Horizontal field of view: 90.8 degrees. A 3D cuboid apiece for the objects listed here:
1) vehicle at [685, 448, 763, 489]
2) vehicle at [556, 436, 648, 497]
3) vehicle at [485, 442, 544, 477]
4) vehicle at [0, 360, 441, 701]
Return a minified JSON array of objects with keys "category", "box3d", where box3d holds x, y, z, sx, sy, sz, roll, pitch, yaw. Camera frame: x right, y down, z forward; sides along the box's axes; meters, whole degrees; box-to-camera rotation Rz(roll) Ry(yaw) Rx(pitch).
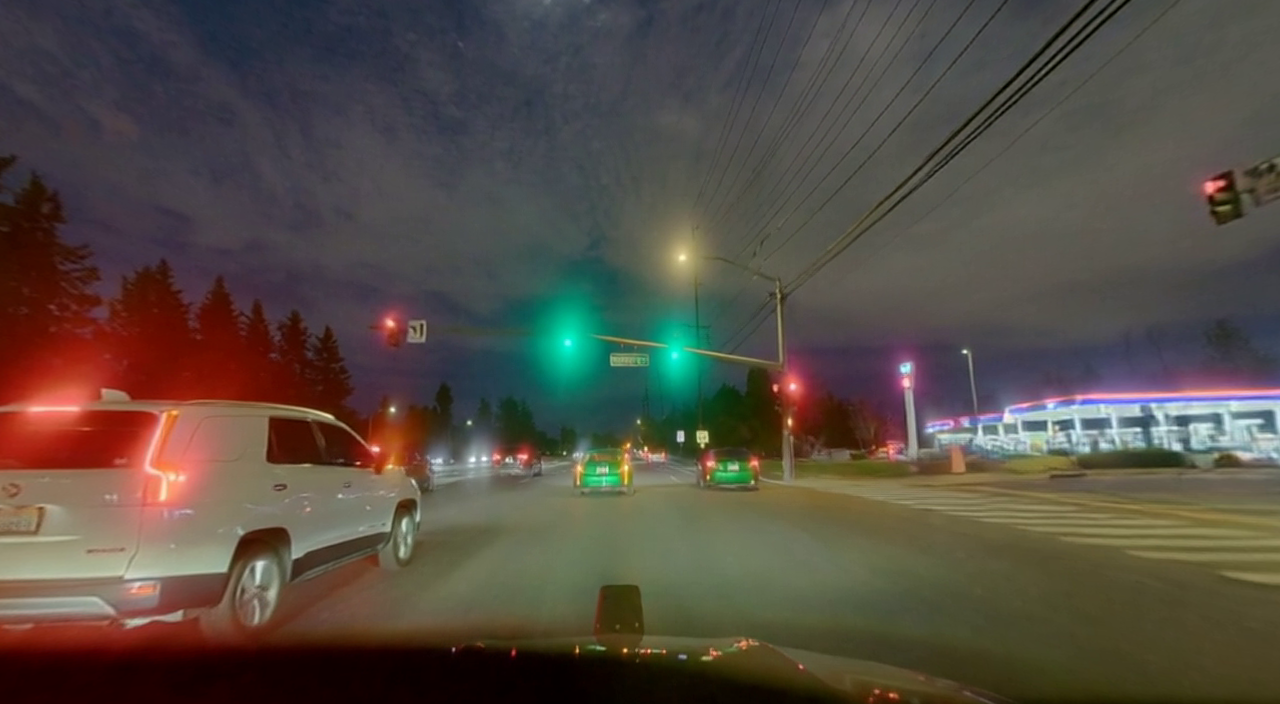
[{"category":"vehicle","box3d":[2.843,4.056,22.428,2.065,1.302,4.416,0,-9,-1]},{"category":"vehicle","box3d":[-0.949,3.067,17.291,2.189,1.437,4.135,0,-9,-1]},{"category":"vehicle","box3d":[-7.243,6.256,37.076,2.385,1.918,5.056,0,-9,0]},{"category":"vehicle","box3d":[-3.370,1.193,5.378,1.922,1.642,4.547,0,-9,-1]}]
